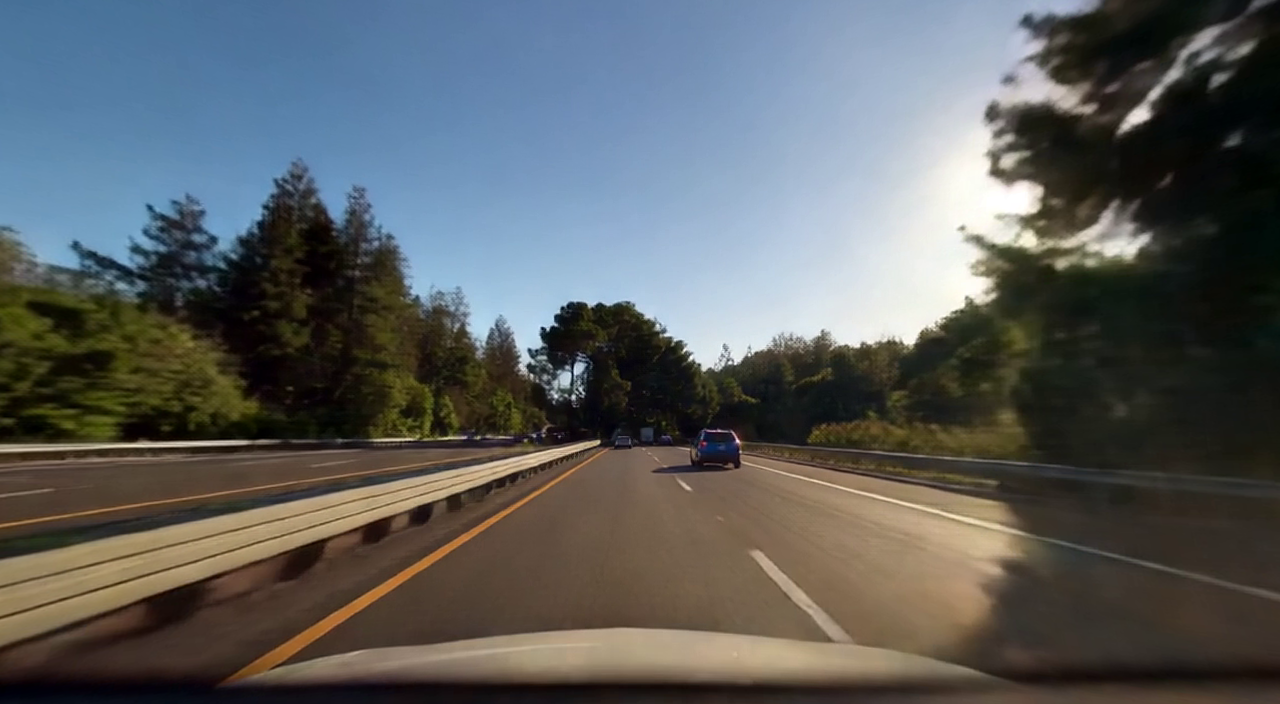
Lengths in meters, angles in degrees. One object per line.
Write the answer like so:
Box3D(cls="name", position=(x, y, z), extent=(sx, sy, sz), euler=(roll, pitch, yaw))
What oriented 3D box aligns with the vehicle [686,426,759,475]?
Box3D(cls="vehicle", position=(3.047, 3.765, 24.349), extent=(2.085, 1.681, 4.436), euler=(1, -8, -2))
